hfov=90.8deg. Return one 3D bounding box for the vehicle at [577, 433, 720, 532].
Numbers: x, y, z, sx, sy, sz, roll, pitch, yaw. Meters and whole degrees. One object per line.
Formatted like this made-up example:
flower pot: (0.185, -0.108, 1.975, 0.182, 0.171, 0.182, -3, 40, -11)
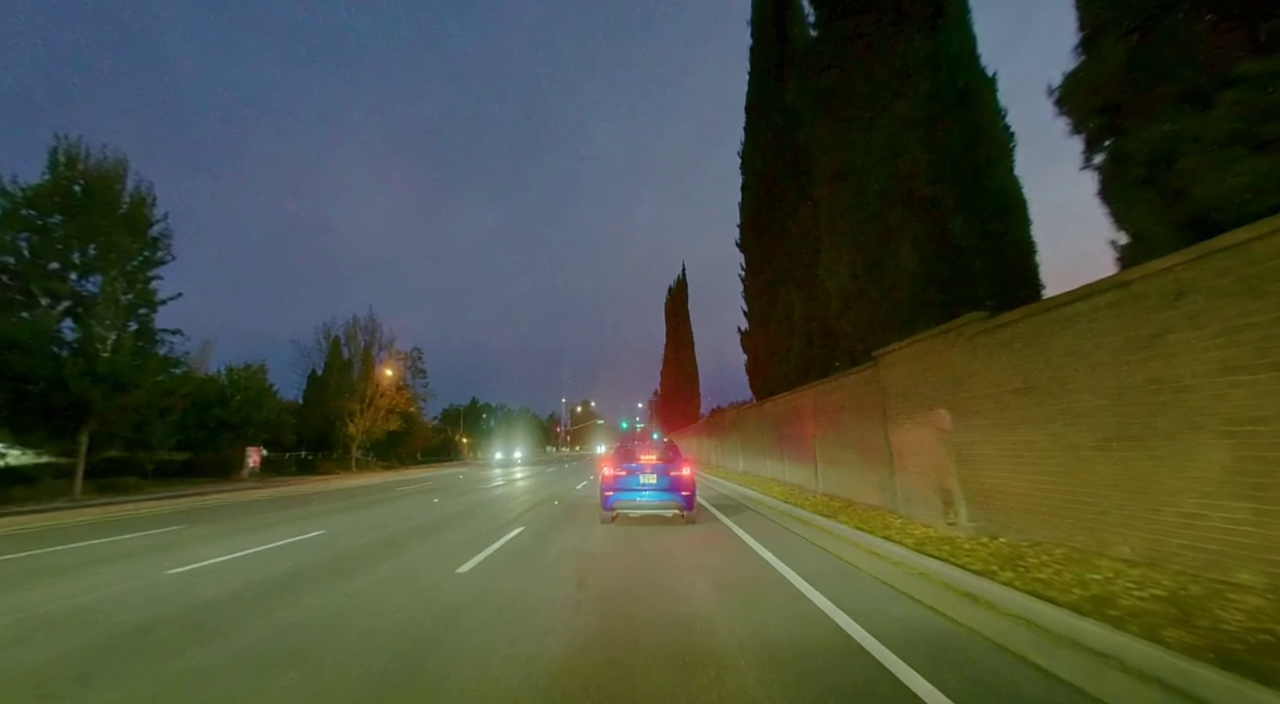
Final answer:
vehicle: (0.121, 2.336, 11.955, 2.205, 1.509, 4.272, 0, -8, 0)
